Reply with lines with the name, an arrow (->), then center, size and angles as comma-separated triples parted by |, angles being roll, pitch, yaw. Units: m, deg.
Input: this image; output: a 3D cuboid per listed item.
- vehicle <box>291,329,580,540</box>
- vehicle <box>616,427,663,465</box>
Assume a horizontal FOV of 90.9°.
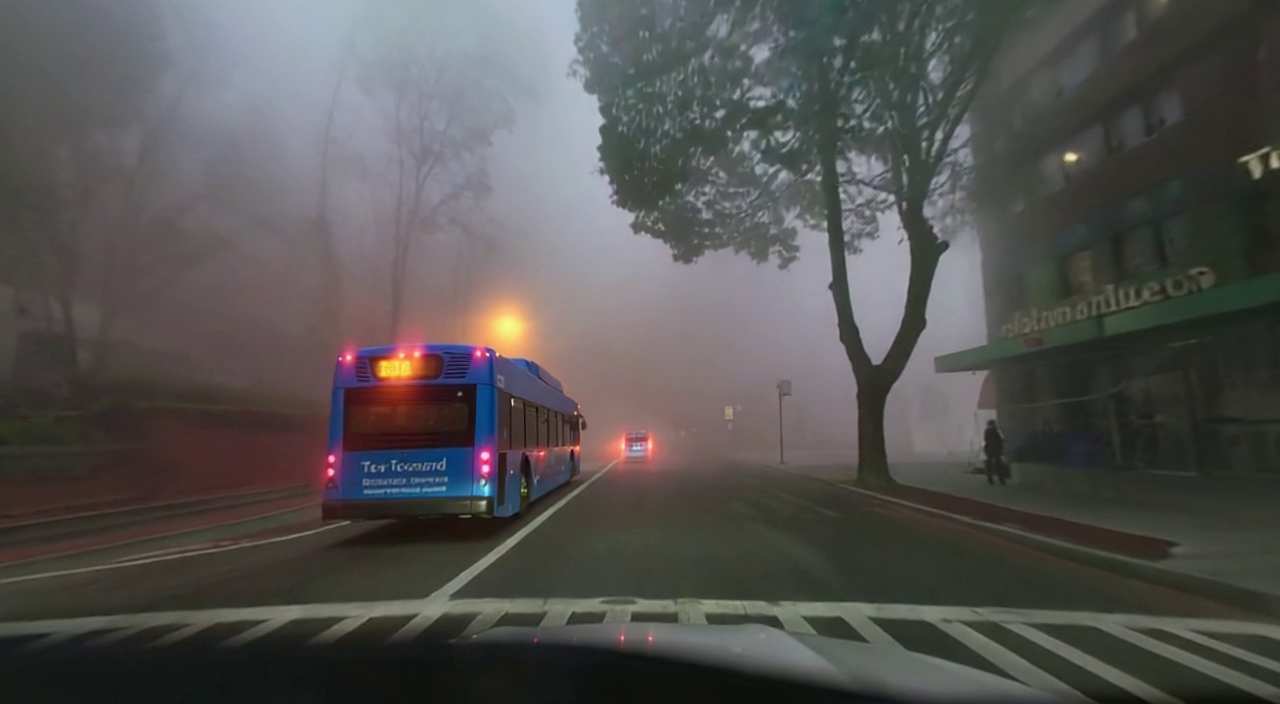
vehicle -> -3.194, 1.699, 12.961 | 2.920, 2.884, 8.588 | 0, -8, 1
vehicle -> -0.014, 4.602, 30.944 | 2.120, 1.727, 3.917 | 0, -8, 0
